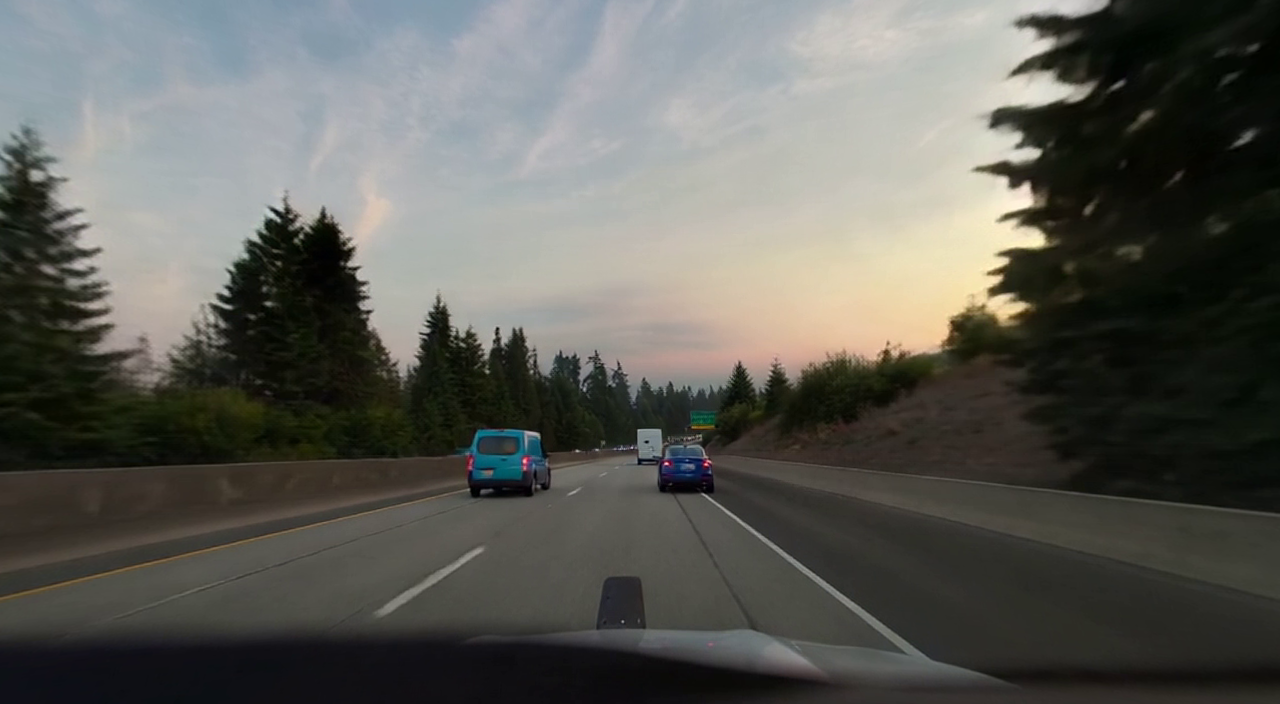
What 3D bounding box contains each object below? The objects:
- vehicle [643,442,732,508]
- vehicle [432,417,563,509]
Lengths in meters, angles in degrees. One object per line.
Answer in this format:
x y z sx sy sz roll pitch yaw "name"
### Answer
1.081 3.093 16.211 2.012 1.485 3.649 0 -9 0 "vehicle"
-3.497 2.866 16.632 2.217 2.033 4.975 0 -9 1 "vehicle"
